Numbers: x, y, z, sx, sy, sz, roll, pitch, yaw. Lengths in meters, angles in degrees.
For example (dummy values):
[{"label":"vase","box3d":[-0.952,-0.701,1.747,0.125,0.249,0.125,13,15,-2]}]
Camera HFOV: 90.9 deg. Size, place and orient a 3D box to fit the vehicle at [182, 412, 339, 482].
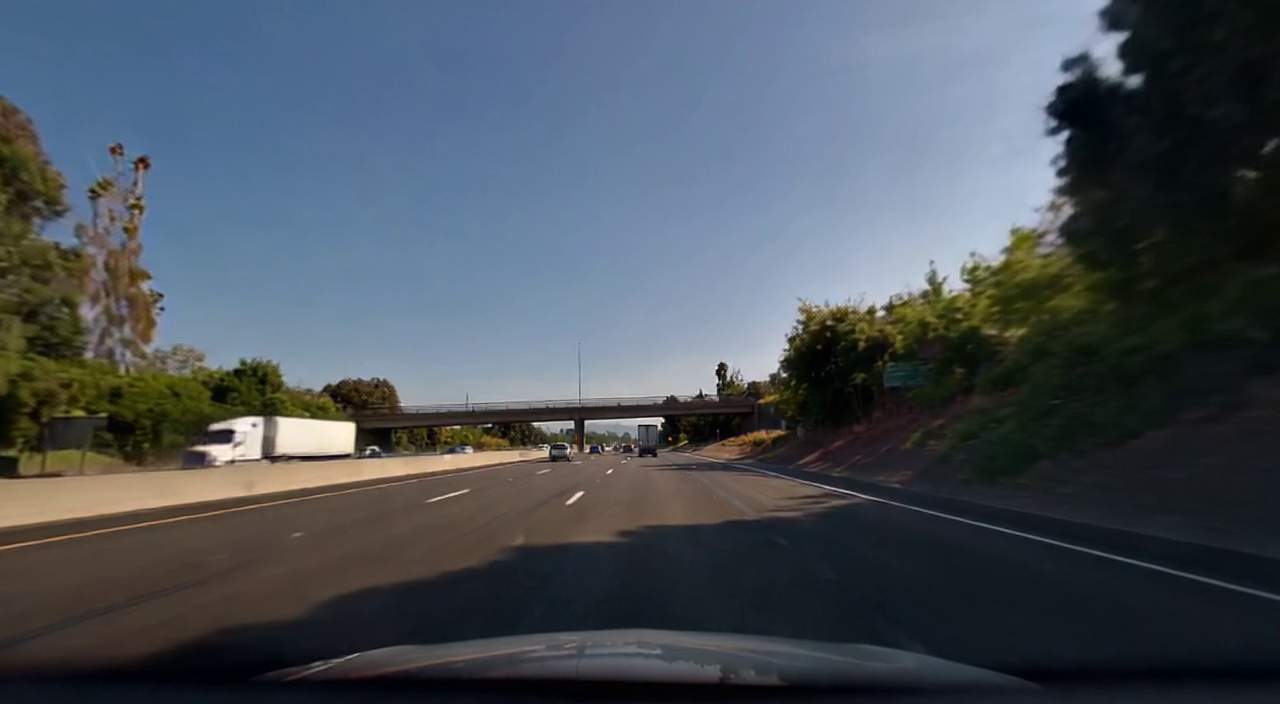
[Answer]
[{"label":"vehicle","box3d":[-23.874,6.128,40.841,2.957,3.849,11.259,0,-8,1]}]
